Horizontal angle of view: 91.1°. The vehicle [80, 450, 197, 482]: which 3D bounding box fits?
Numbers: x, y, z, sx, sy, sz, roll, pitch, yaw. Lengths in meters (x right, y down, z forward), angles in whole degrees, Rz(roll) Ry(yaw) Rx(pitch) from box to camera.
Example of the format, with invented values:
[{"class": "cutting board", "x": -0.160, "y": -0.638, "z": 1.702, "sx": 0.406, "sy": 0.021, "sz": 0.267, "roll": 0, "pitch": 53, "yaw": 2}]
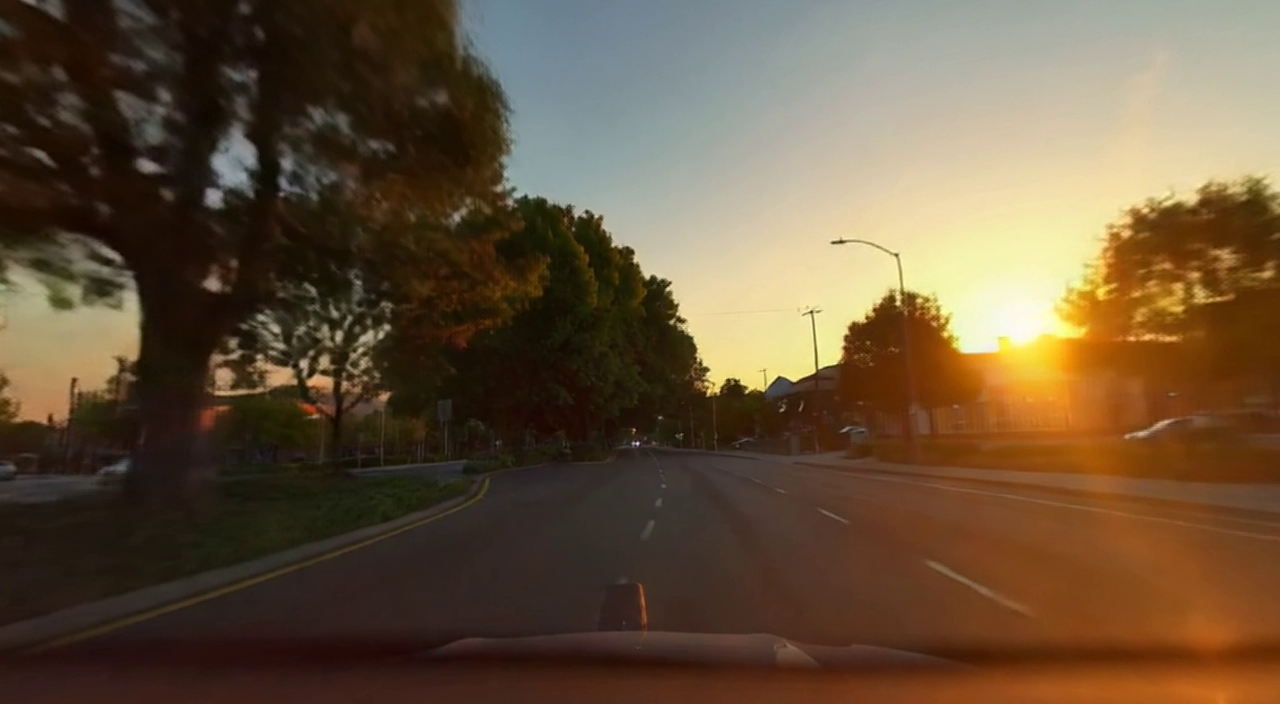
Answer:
[{"class": "vehicle", "x": -33.271, "y": 7.546, "z": 41.950, "sx": 2.510, "sy": 1.873, "sz": 5.815, "roll": -1, "pitch": -9, "yaw": 8}]
